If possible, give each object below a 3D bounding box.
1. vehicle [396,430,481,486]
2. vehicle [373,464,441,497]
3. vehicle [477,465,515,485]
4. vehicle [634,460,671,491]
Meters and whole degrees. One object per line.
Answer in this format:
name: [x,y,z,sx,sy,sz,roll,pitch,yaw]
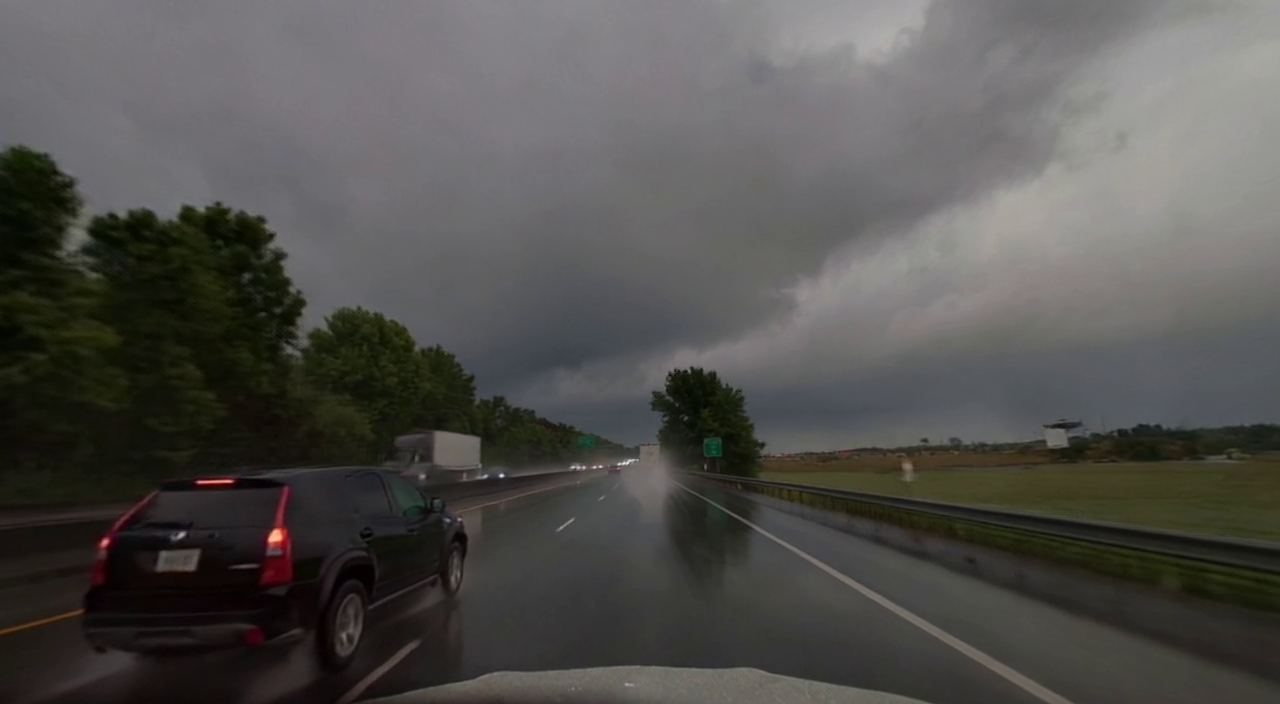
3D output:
vehicle: [-15.563,8.441,49.736,3.015,3.895,10.076,0,-10,2]
vehicle: [-11.124,6.143,30.290,1.787,1.428,3.643,1,-10,1]
vehicle: [-10.966,9.444,48.331,1.829,1.432,4.294,1,-10,1]
vehicle: [0.698,7.282,37.261,2.048,1.663,4.377,1,-10,0]
